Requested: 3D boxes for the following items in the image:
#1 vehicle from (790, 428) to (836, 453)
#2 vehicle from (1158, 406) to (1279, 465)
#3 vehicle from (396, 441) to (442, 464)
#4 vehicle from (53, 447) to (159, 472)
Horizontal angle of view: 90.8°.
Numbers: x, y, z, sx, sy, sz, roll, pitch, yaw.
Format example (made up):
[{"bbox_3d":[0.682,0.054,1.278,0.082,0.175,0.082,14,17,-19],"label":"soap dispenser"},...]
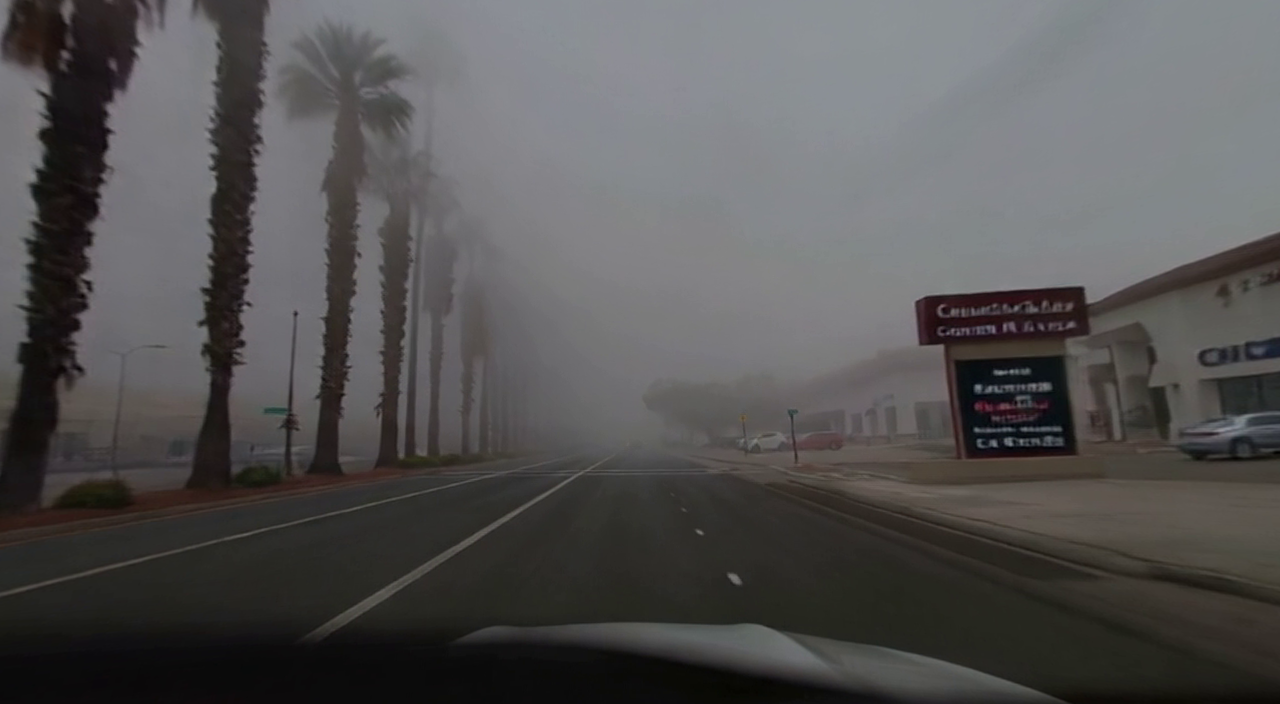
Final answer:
[{"bbox_3d":[12.331,6.362,45.342,1.909,1.686,4.670,0,-9,-1],"label":"vehicle"},{"bbox_3d":[19.382,2.560,19.689,4.552,1.649,2.187,-2,-9,-3],"label":"vehicle"},{"bbox_3d":[-16.868,7.679,48.417,1.876,1.460,4.483,-3,-7,2],"label":"vehicle"},{"bbox_3d":[-37.281,7.507,44.281,5.410,1.633,2.366,7,-11,-39],"label":"vehicle"}]
